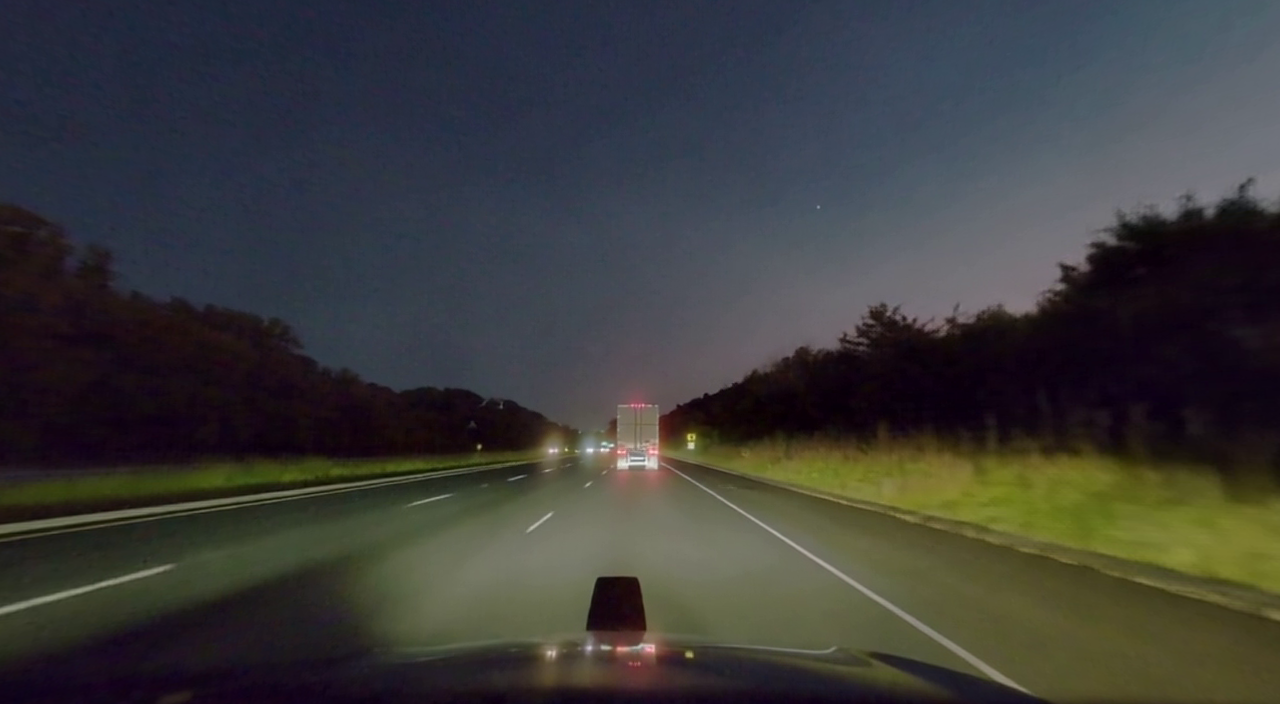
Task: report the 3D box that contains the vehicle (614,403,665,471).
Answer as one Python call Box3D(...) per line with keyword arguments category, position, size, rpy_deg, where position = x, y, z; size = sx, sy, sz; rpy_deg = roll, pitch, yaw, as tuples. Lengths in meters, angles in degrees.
Box3D(category="vehicle", position=(-0.116, 5.809, 42.296), size=(2.982, 3.947, 11.075), rpy_deg=(0, -9, -1))
